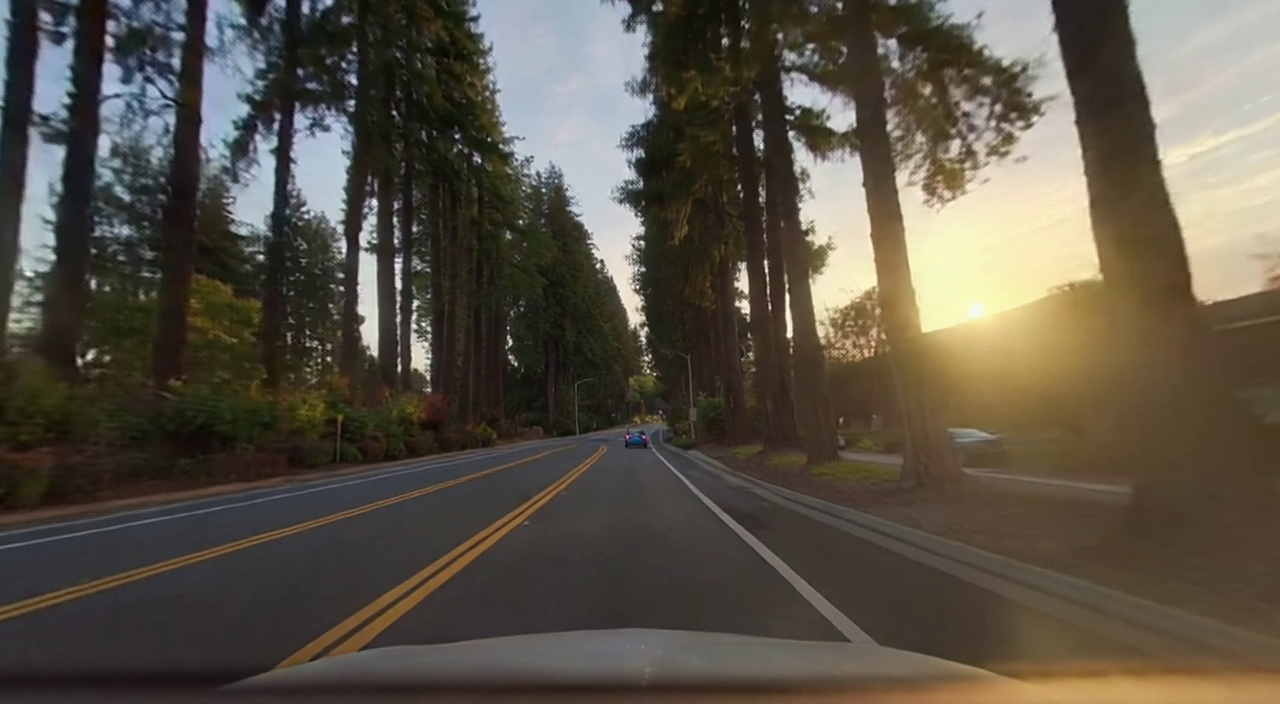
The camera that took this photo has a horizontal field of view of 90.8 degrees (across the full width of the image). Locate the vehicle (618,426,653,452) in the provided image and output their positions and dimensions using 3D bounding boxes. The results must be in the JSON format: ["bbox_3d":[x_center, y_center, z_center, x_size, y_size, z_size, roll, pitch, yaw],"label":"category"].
[{"bbox_3d":[-0.285,5.354,38.745,2.067,1.486,3.861,0,-8,0],"label":"vehicle"}]
